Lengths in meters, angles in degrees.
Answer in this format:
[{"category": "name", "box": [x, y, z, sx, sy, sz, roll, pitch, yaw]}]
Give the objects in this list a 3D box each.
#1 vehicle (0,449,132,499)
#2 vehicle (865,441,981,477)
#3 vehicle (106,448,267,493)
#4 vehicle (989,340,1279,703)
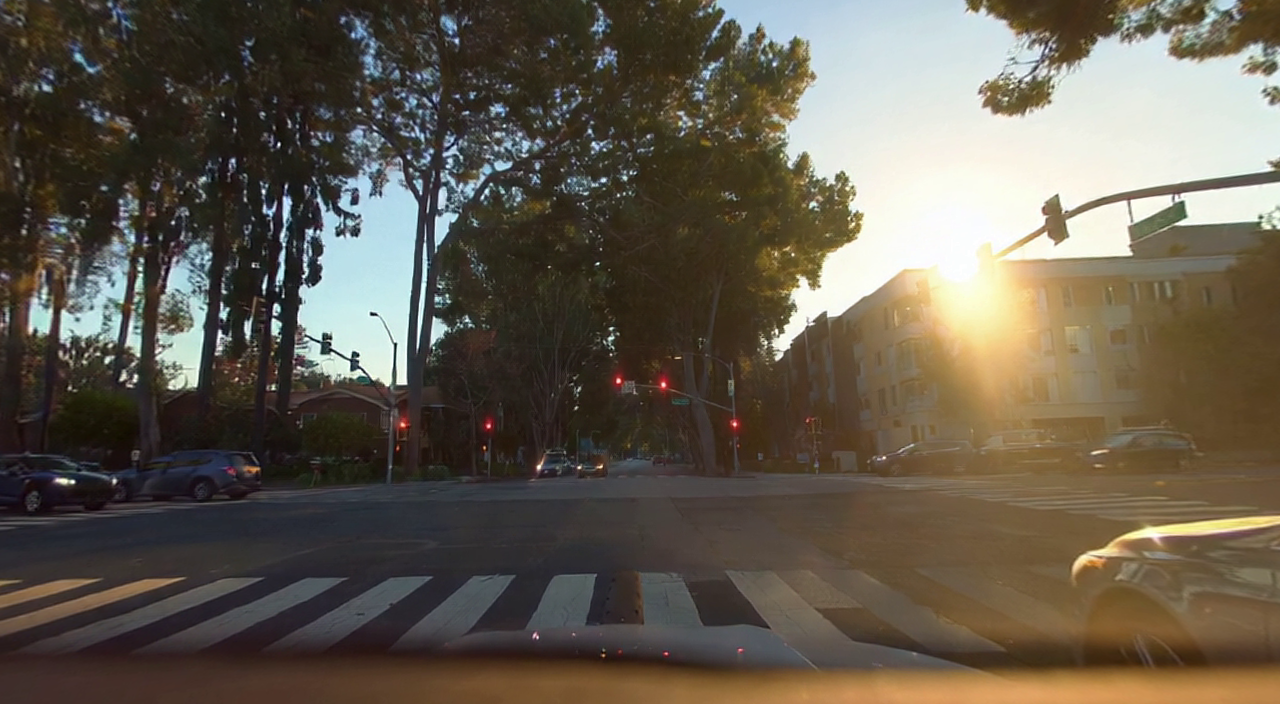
[{"category": "vehicle", "box": [-22.058, 4.442, 23.238, 4.748, 1.727, 2.325, 0, -8, 1]}, {"category": "vehicle", "box": [15.605, 5.927, 35.123, 5.220, 1.897, 2.596, 0, -8, 0]}, {"category": "vehicle", "box": [-18.936, 4.986, 26.632, 4.798, 1.763, 2.536, 0, -10, 0]}, {"category": "vehicle", "box": [3.632, 0.868, 2.738, 2.227, 1.705, 4.719, -2, -8, 10]}]
